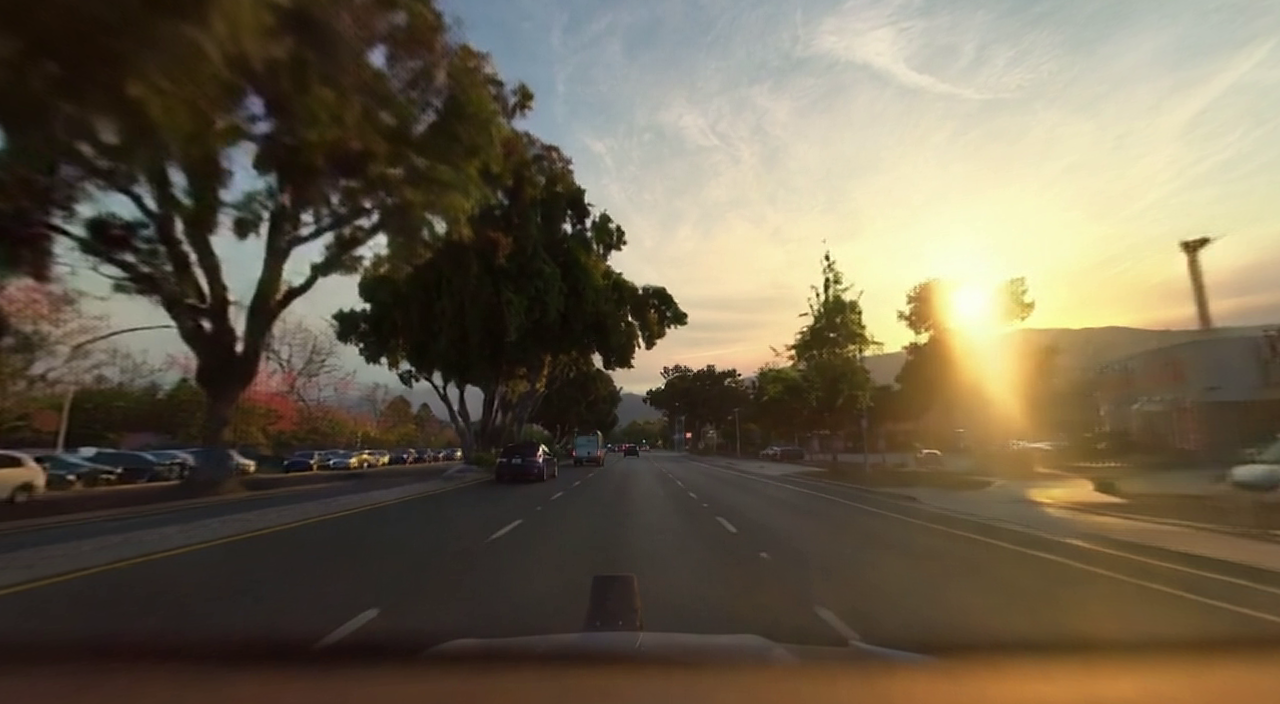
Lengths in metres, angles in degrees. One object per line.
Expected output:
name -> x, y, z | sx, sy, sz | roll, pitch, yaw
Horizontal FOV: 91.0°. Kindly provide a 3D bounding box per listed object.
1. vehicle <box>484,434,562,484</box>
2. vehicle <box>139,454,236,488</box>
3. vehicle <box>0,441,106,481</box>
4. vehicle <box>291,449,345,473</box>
vehicle -> -4.290, 3.993, 23.742 | 2.109, 1.672, 4.256 | 0, -8, 0
vehicle -> -22.838, 6.005, 31.977 | 1.858, 1.530, 4.044 | 0, -8, 0
vehicle -> -32.839, 5.822, 33.892 | 6.044, 2.034, 2.218 | 0, -8, 0
vehicle -> -23.189, 7.821, 45.477 | 1.836, 1.582, 4.075 | 0, -8, -1
